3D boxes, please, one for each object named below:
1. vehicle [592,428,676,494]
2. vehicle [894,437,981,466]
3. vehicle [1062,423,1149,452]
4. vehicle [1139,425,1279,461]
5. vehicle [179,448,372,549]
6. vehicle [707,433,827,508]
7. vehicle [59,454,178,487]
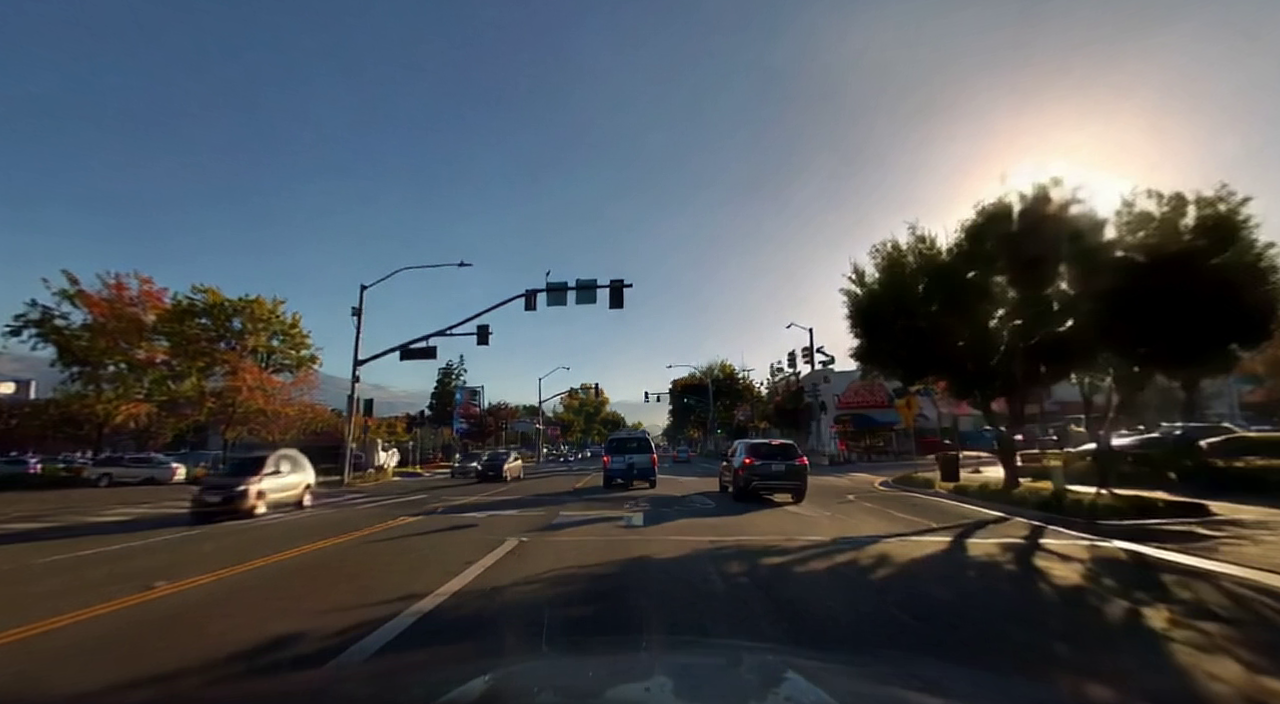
[{"bbox_3d":[-0.199,3.805,22.439,2.638,2.065,5.313,0,-8,0],"label":"vehicle"},{"bbox_3d":[16.486,5.502,34.978,3.880,1.538,1.862,1,-8,-8],"label":"vehicle"},{"bbox_3d":[30.679,5.679,41.716,2.231,1.749,4.411,0,-8,-2],"label":"vehicle"},{"bbox_3d":[25.137,4.036,27.989,4.092,1.496,1.889,-3,-9,17],"label":"vehicle"},{"bbox_3d":[-7.261,2.689,12.376,4.456,1.570,1.975,-8,-11,43],"label":"vehicle"},{"bbox_3d":[3.331,3.206,17.646,2.276,1.787,4.630,0,-8,-1],"label":"vehicle"},{"bbox_3d":[-27.394,6.210,33.205,4.458,1.608,2.051,-1,-8,3],"label":"vehicle"}]
